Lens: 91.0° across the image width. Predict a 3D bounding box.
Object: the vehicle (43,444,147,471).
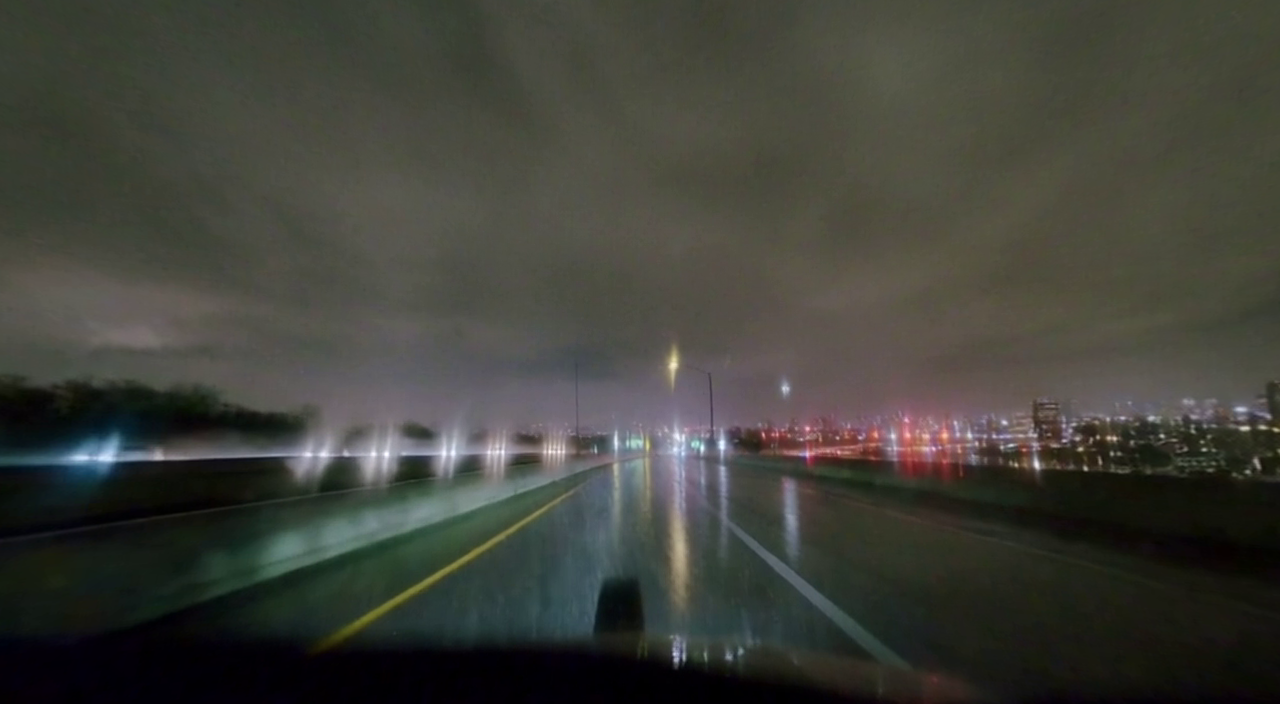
[{"bbox_3d":[-32.230,6.214,37.447,1.979,1.479,4.905,0,-8,-3],"label":"vehicle"}]
